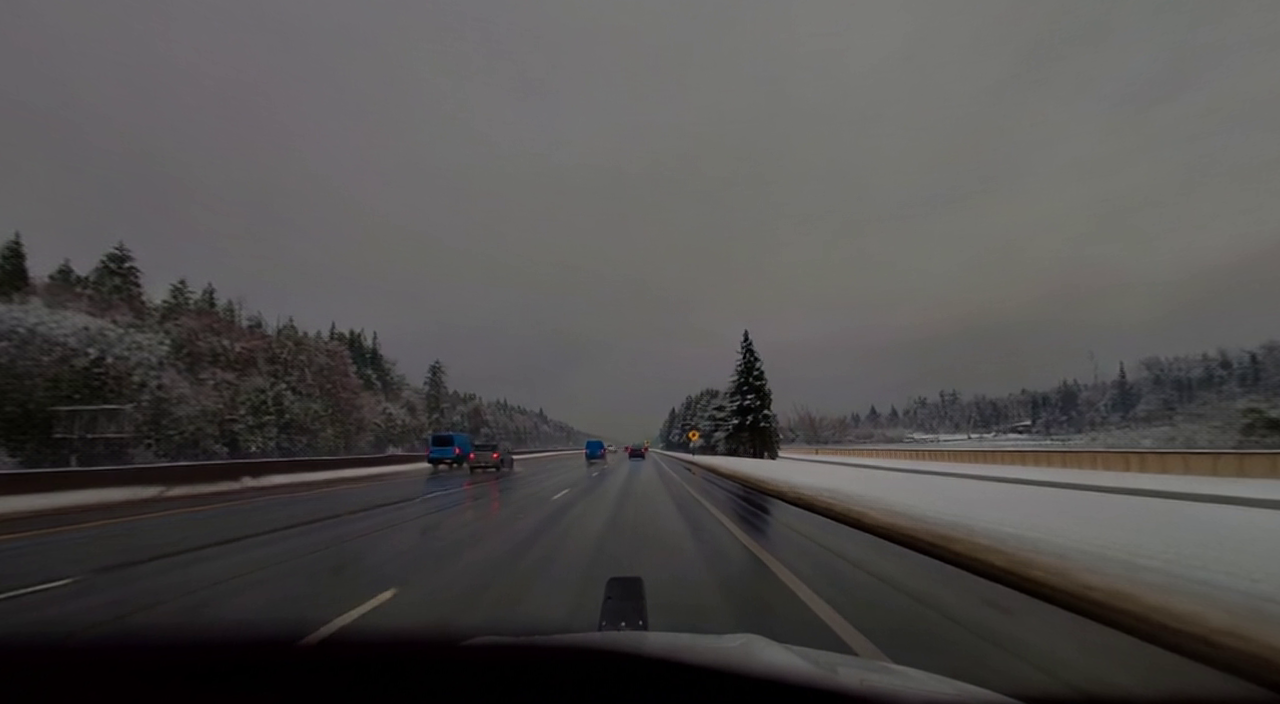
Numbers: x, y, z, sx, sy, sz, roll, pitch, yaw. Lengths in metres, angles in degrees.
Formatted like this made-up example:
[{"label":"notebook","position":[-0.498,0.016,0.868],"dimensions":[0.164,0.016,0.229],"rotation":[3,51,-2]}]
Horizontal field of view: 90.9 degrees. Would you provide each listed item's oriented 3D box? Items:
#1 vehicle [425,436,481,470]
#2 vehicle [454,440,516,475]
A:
[{"label":"vehicle","position":[-11.087,6.012,37.735],"dimensions":[1.977,1.870,4.525],"rotation":[0,-8,0]},{"label":"vehicle","position":[-7.586,5.207,31.322],"dimensions":[2.014,1.598,4.015],"rotation":[0,-8,1]}]
